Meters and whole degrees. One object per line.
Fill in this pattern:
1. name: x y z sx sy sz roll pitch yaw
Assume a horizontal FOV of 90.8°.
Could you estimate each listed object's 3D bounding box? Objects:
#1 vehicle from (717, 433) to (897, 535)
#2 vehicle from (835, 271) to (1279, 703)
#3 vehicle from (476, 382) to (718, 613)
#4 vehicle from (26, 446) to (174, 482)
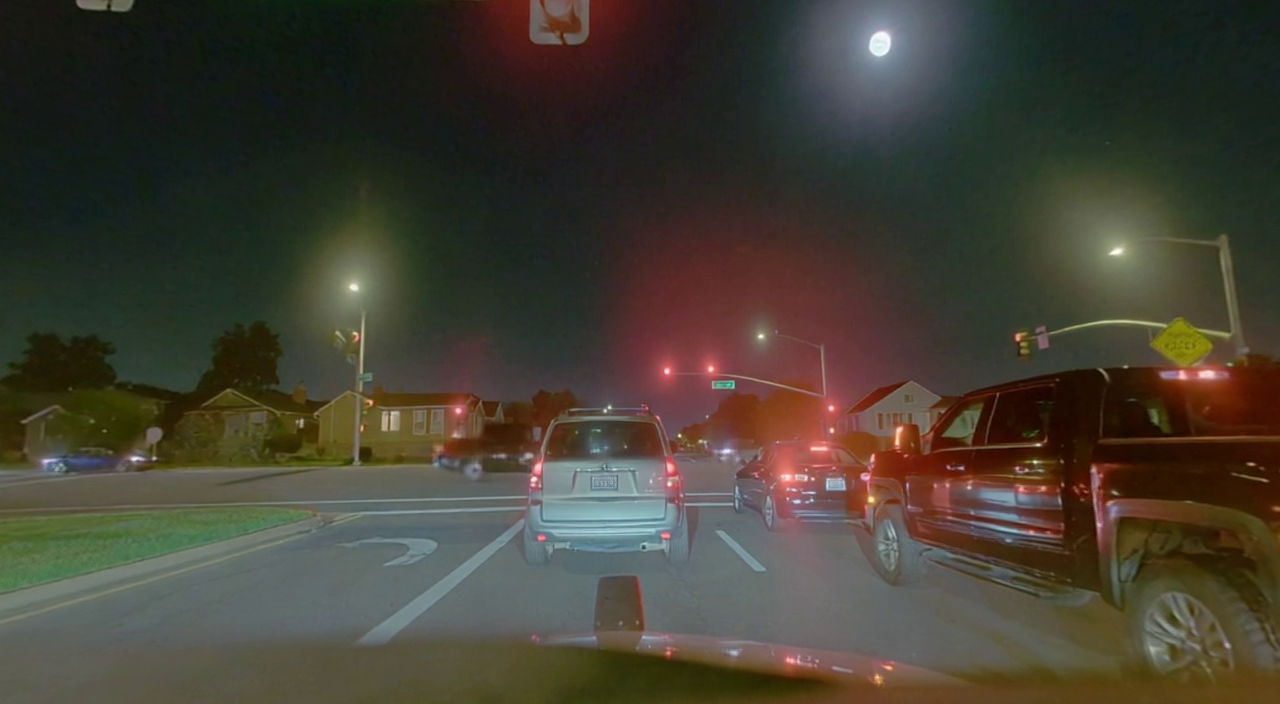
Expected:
1. vehicle: 2.725 2.264 11.523 1.952 1.465 4.421 0 -8 -2
2. vehicle: 2.984 0.943 3.893 1.886 1.849 5.070 0 -8 -1
3. vehicle: -0.198 1.386 6.744 1.915 1.780 3.379 -1 -8 5
4. vehicle: -22.994 4.762 27.063 4.533 1.350 1.714 0 -8 -8
